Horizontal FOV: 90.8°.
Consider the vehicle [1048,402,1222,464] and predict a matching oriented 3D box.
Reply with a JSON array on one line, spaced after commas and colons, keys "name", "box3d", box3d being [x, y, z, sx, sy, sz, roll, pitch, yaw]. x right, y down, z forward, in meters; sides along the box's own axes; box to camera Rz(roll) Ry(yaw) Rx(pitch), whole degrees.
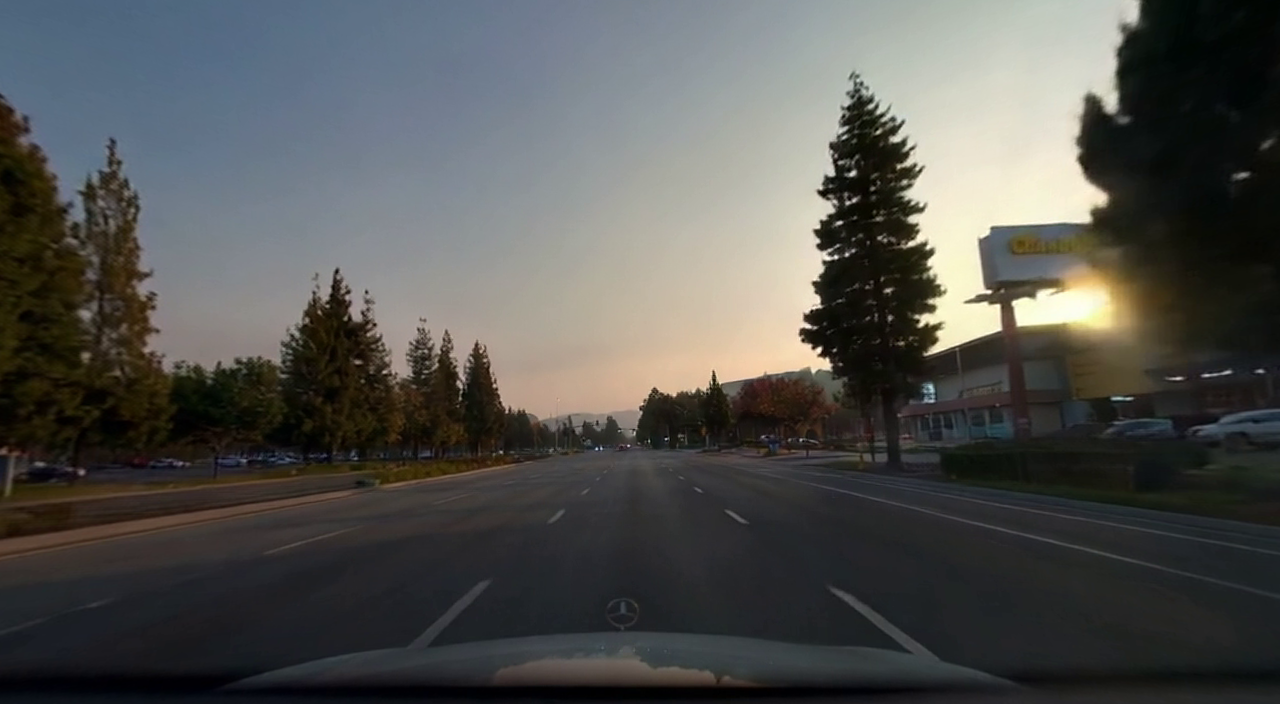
[{"name": "vehicle", "box3d": [26.304, 4.353, 33.810, 6.937, 2.503, 2.325, -6, -8, 2]}]

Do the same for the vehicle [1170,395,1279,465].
[{"name": "vehicle", "box3d": [26.458, 3.198, 25.883, 7.147, 2.712, 2.343, 0, -8, 1]}]
